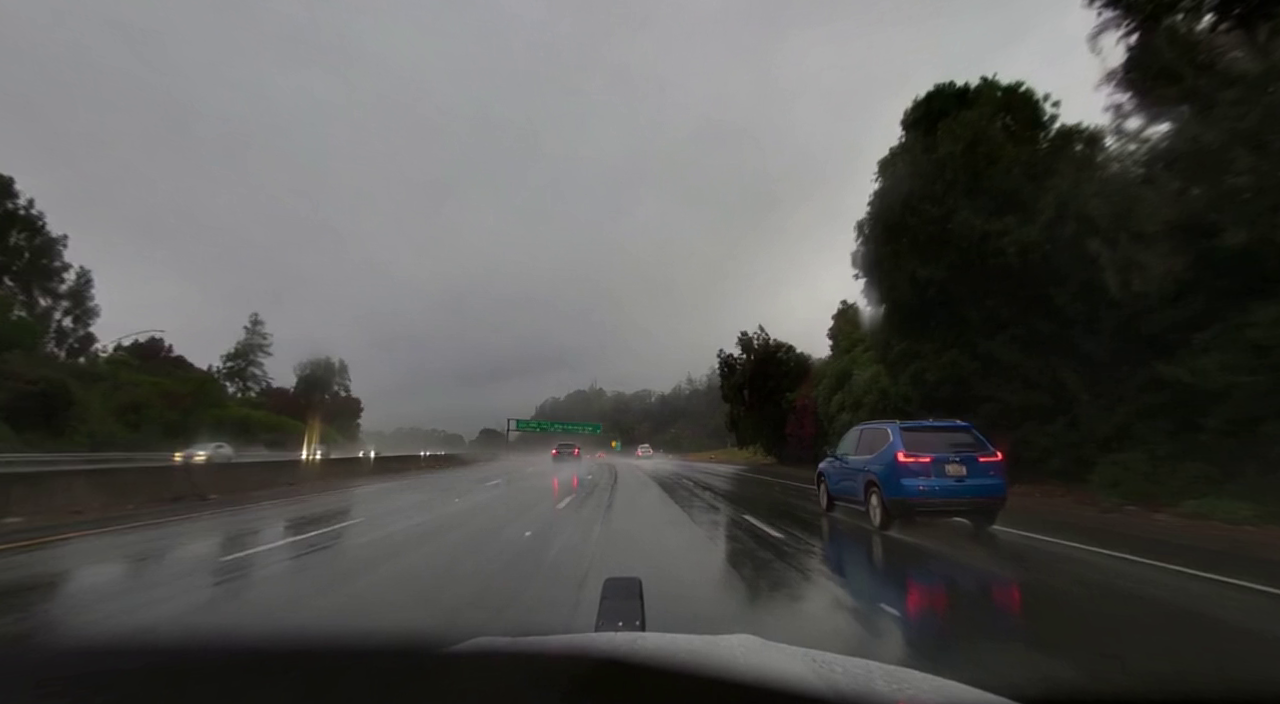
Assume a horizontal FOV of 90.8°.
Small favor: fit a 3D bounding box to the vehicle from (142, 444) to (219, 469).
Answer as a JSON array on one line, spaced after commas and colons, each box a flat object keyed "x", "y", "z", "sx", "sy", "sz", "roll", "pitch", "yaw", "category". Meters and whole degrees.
[{"x": -28.929, "y": 6.561, "z": 39.934, "sx": 1.751, "sy": 1.477, "sz": 4.430, "roll": 0, "pitch": -9, "yaw": -4, "category": "vehicle"}]

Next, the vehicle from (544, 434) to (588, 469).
[{"x": -4.878, "y": 6.667, "z": 42.412, "sx": 2.537, "sy": 2.121, "sz": 5.251, "roll": 0, "pitch": -9, "yaw": -2, "category": "vehicle"}]

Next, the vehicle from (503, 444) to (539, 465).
[{"x": -9.322, "y": 8.094, "z": 49.812, "sx": 2.113, "sy": 1.551, "sz": 4.898, "roll": 0, "pitch": -9, "yaw": -3, "category": "vehicle"}]

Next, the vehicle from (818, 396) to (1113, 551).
[{"x": 4.735, "y": 1.873, "z": 10.316, "sx": 2.103, "sy": 1.903, "sz": 4.837, "roll": 0, "pitch": -9, "yaw": -1, "category": "vehicle"}]
